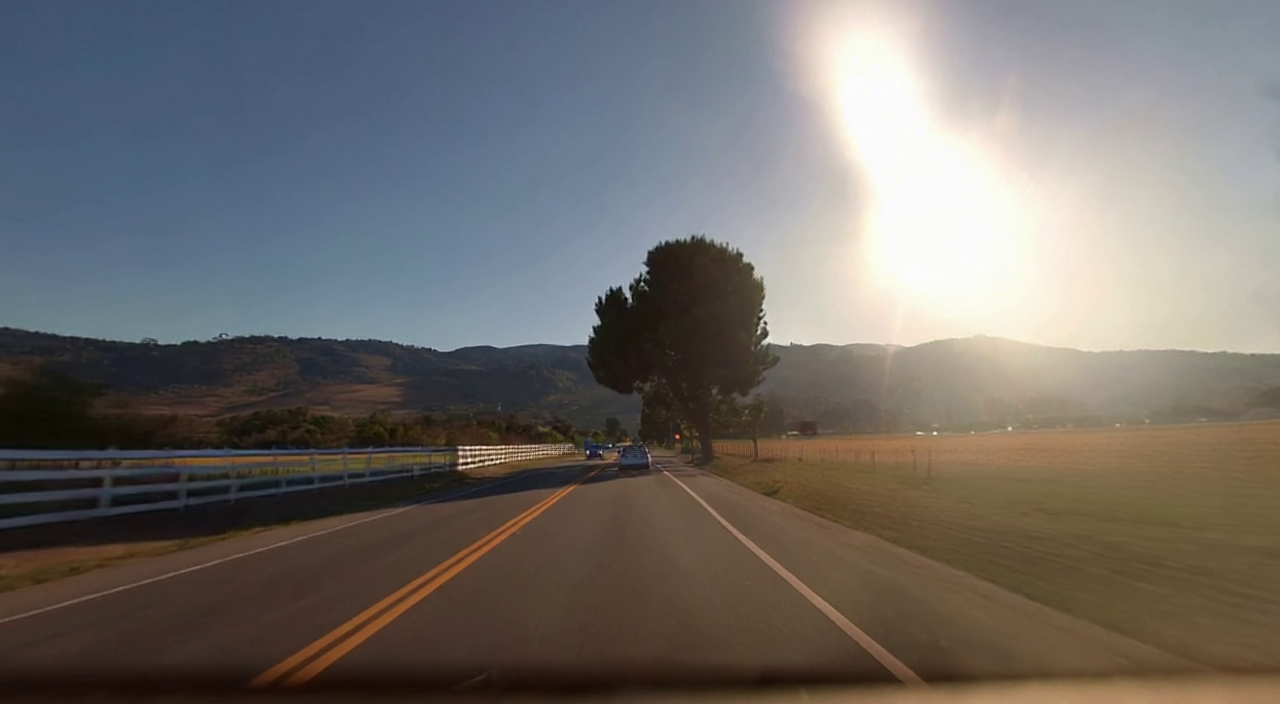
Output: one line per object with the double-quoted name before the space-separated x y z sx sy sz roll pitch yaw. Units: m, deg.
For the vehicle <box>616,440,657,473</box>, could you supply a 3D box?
"vehicle" -0.195 5.803 35.310 2.158 1.669 4.006 0 -8 -1
